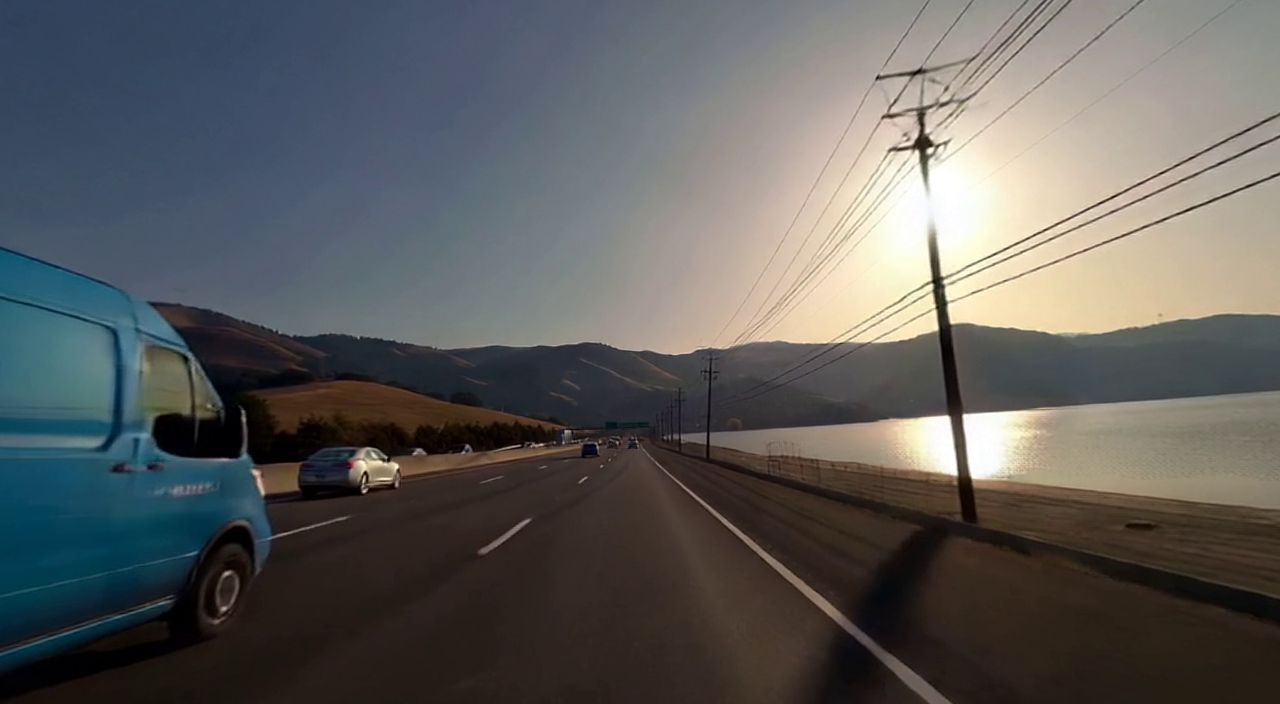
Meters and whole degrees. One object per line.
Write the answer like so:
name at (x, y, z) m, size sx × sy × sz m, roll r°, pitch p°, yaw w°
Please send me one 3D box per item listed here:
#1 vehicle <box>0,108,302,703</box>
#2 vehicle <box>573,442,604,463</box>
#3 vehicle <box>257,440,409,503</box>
vehicle at (-3.870, 0.204, 1.604) m, size 2.331 × 2.757 × 6.581 m, roll 0°, pitch -8°, yaw 0°
vehicle at (-3.961, 7.810, 49.352) m, size 2.097 × 1.514 × 4.209 m, roll 0°, pitch -8°, yaw -1°
vehicle at (-8.015, 3.138, 17.053) m, size 1.847 × 1.456 × 4.471 m, roll 0°, pitch -8°, yaw 0°
